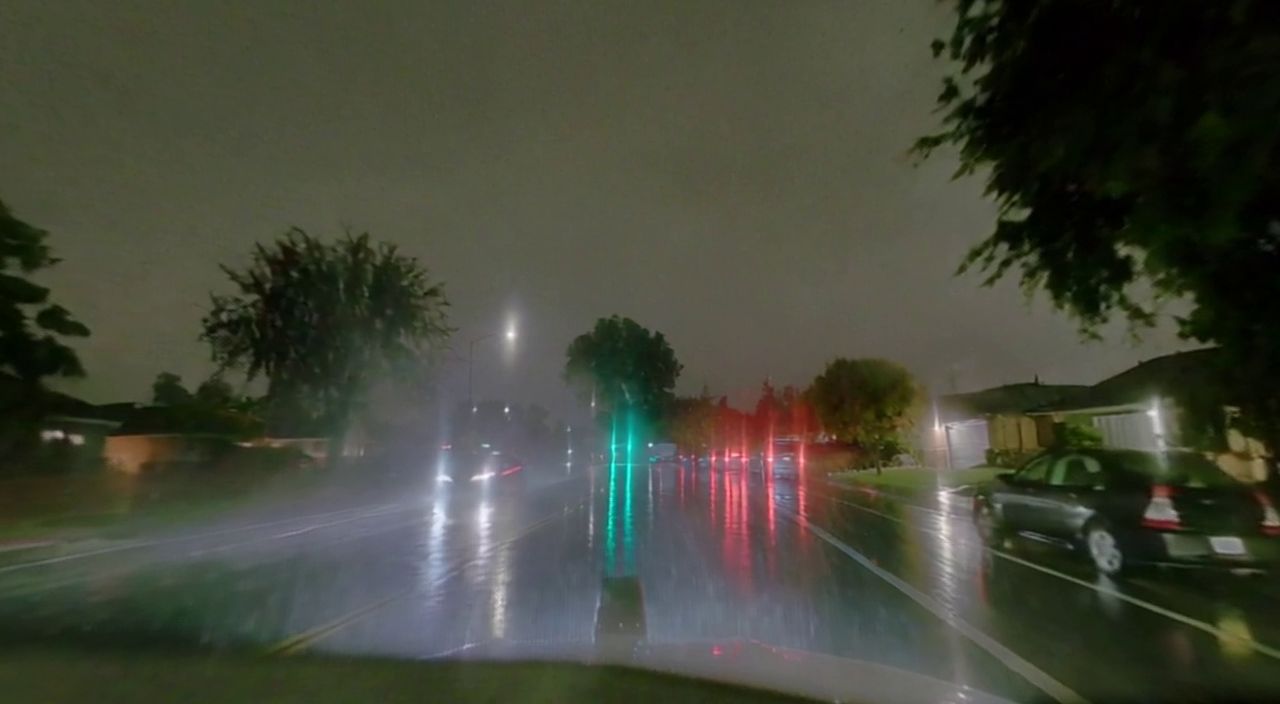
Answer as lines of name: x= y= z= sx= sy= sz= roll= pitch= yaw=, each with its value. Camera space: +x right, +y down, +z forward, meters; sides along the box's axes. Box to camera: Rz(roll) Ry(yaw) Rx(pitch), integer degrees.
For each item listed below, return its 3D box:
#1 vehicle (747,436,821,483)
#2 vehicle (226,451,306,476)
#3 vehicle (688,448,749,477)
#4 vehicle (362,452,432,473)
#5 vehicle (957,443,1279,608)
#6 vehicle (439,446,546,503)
vehicle: x=6.996 y=5.272 z=31.352 sx=2.305 sy=2.111 sz=4.965 roll=0 pitch=-8 yaw=-2
vehicle: x=-24.765 y=7.375 z=41.950 sx=3.977 sy=1.501 sz=2.143 roll=0 pitch=-8 yaw=-4
vehicle: x=5.052 y=7.191 z=41.378 sx=2.713 sy=1.671 sz=4.939 roll=1 pitch=-8 yaw=-9
vehicle: x=-18.148 y=8.269 z=47.318 sx=4.502 sy=1.511 sz=1.939 roll=1 pitch=-9 yaw=-10
vehicle: x=6.133 y=1.967 z=8.198 sx=2.080 sy=1.543 sz=4.294 roll=-1 pitch=-8 yaw=5
vehicle: x=-4.414 y=3.717 z=19.658 sx=2.058 sy=1.551 sz=4.247 roll=-1 pitch=-8 yaw=4
